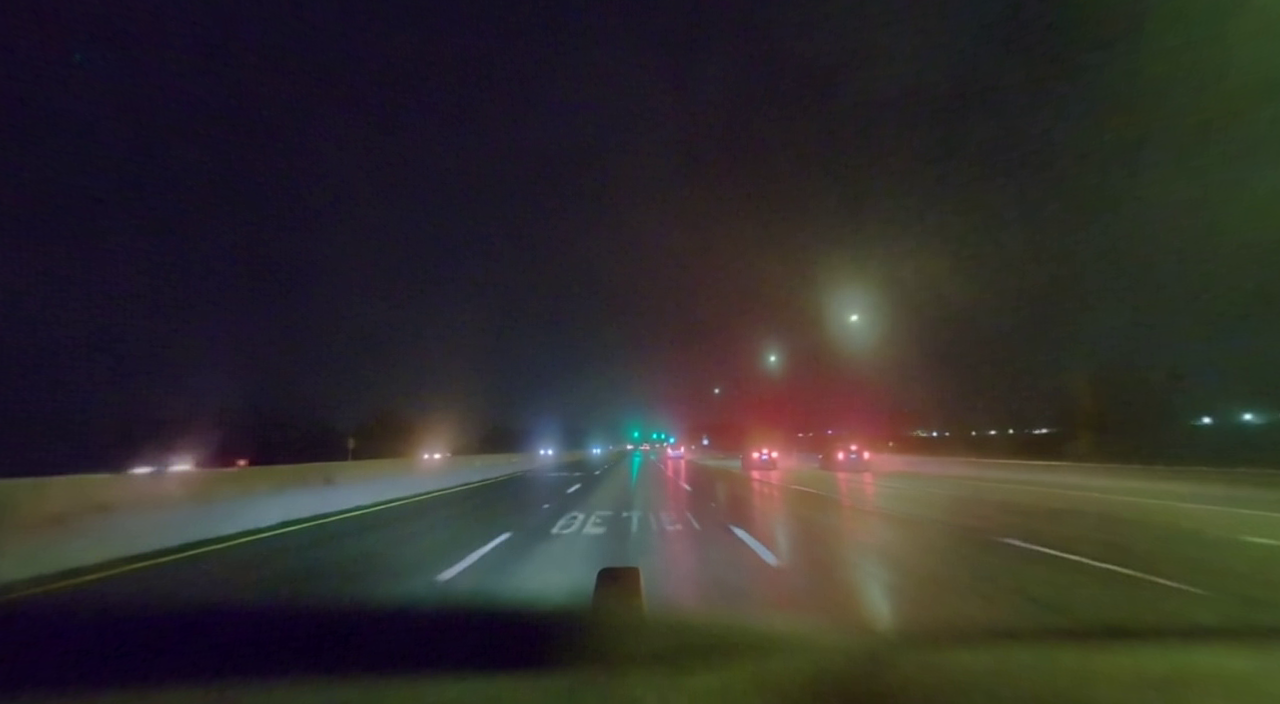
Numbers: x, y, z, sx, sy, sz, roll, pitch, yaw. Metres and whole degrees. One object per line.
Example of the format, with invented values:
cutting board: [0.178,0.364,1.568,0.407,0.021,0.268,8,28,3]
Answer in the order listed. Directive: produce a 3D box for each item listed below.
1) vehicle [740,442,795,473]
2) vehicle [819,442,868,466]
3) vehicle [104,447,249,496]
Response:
vehicle: [6.719,5.591,33.655,2.038,1.528,3.910,0,-9,-1]
vehicle: [14.606,7.345,45.653,2.025,1.595,4.268,0,-9,-1]
vehicle: [-18.238,4.682,25.258,2.001,1.640,4.894,0,-8,1]
